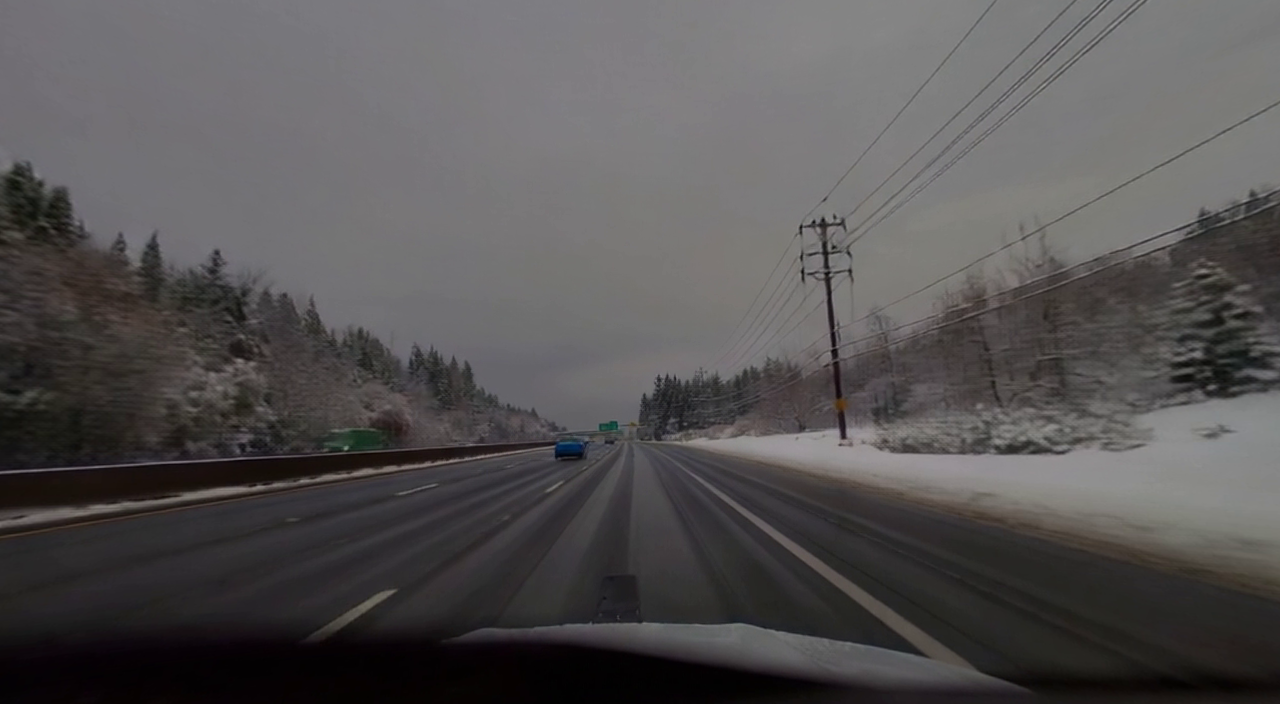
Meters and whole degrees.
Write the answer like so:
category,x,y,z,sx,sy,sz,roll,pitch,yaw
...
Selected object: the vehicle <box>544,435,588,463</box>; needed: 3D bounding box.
category,x,y,z,sx,sy,sz,roll,pitch,yaw
vehicle,-4.063,5.393,35.232,2.025,1.475,4.379,0,-8,-1
